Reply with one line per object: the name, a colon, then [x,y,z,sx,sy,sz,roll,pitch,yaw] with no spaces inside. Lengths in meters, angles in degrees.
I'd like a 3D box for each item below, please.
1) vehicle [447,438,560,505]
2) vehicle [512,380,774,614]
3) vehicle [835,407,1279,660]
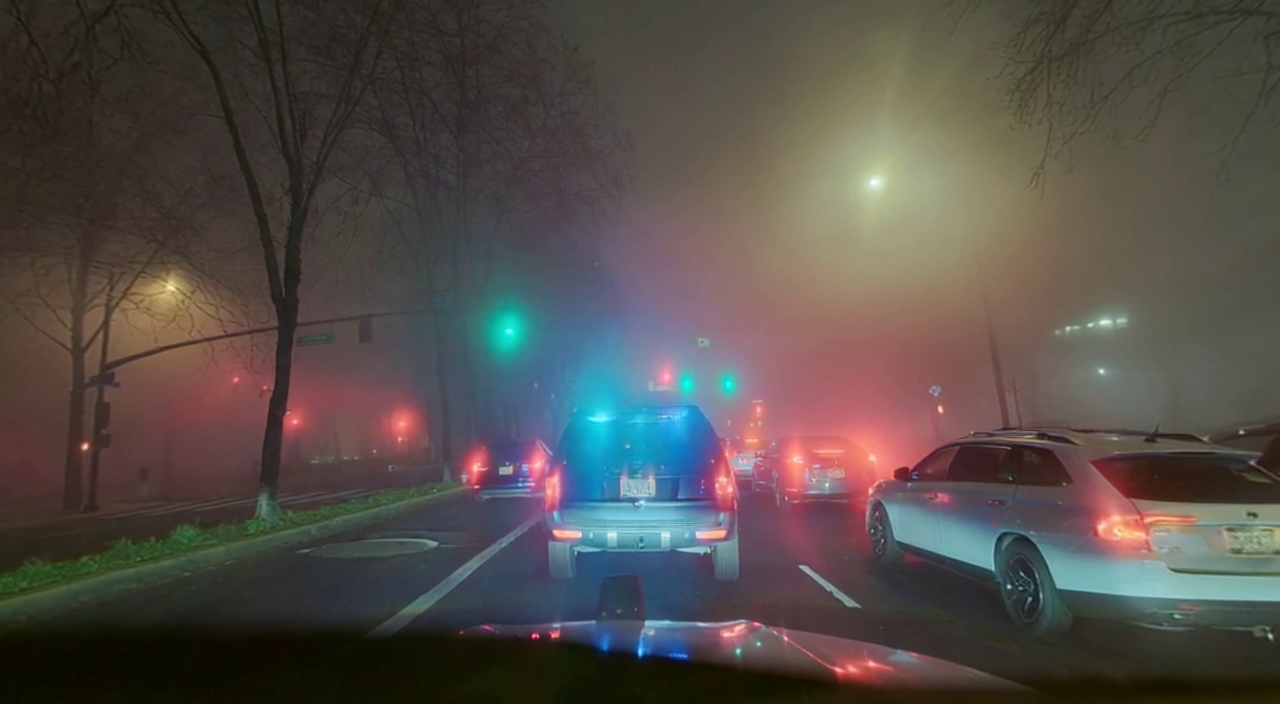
vehicle: [-3.304,2.985,16.212,1.913,1.464,4.276,0,-8,0]
vehicle: [-0.028,1.460,7.275,2.038,1.819,4.505,0,-8,-1]
vehicle: [3.644,1.410,6.080,1.995,1.483,4.533,0,-8,-1]
